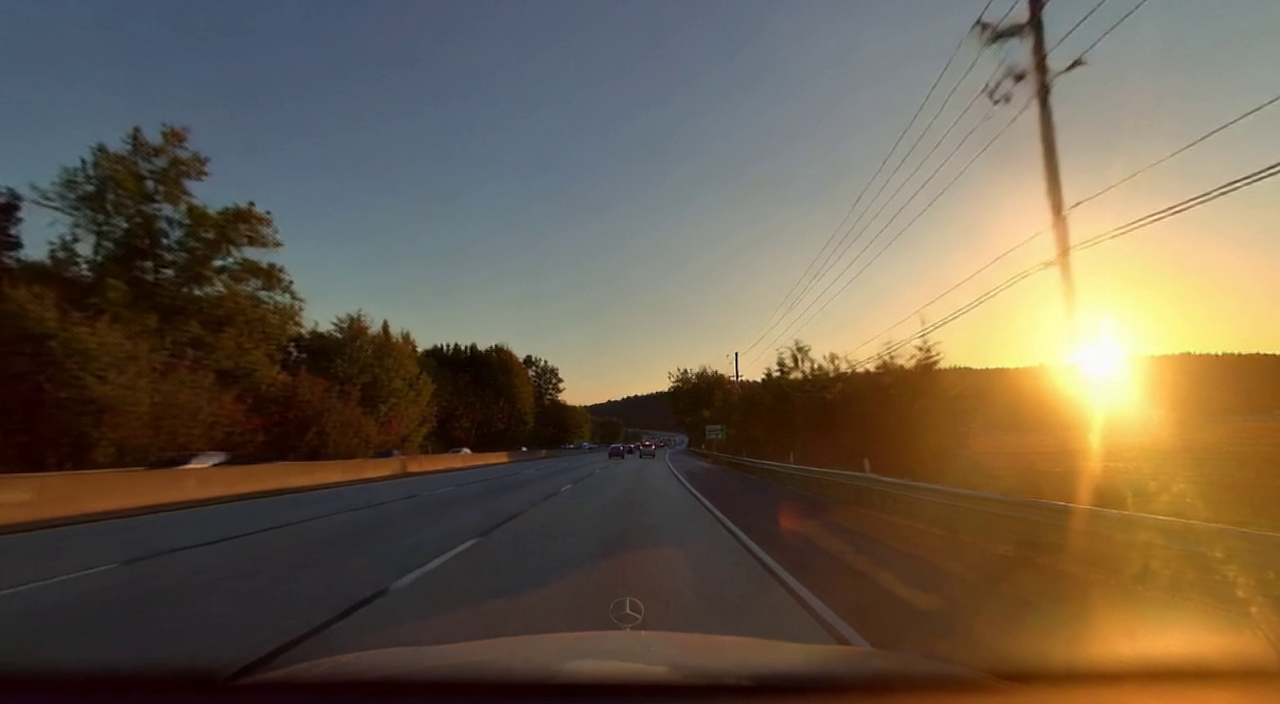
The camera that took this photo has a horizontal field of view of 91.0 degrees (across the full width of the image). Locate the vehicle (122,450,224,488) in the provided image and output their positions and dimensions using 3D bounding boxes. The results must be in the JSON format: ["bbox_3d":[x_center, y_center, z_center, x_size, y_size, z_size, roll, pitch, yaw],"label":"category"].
[{"bbox_3d":[-20.208,5.055,27.432,1.775,1.469,3.436,0,-8,0],"label":"vehicle"}]

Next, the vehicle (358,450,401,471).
[{"bbox_3d":[-19.325,8.059,46.853,1.701,1.400,3.522,0,-8,0],"label":"vehicle"}]
